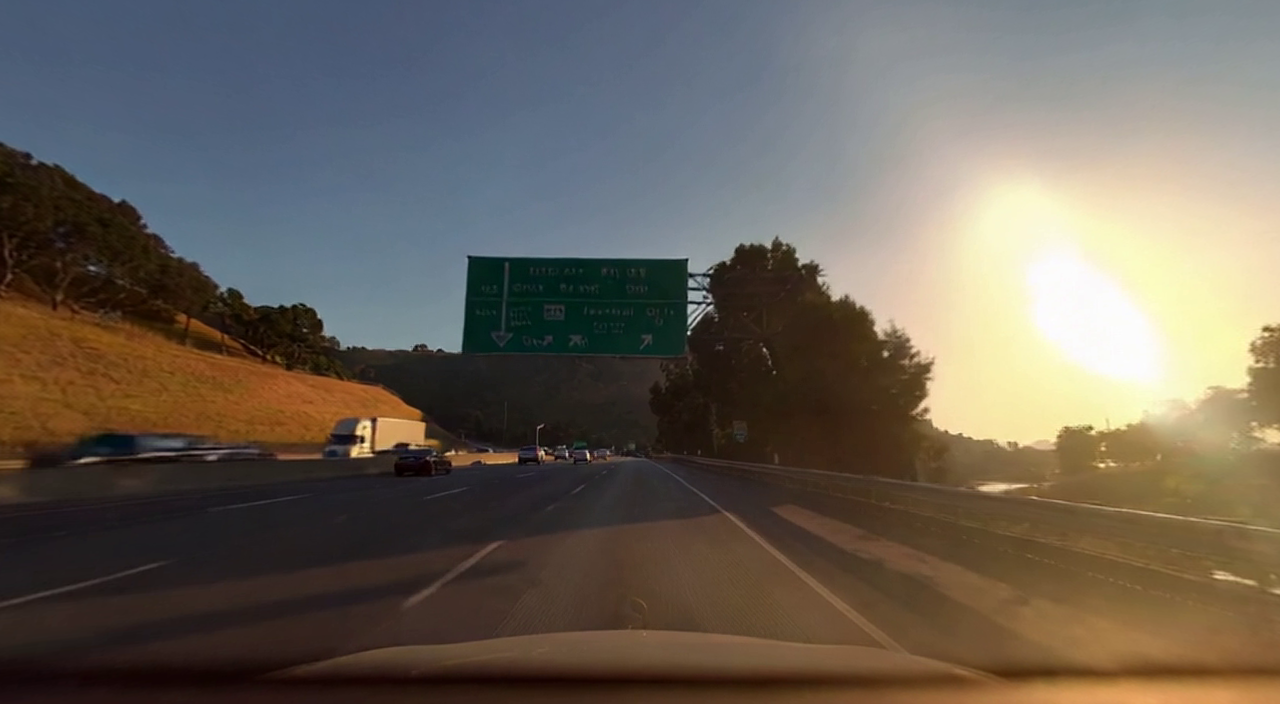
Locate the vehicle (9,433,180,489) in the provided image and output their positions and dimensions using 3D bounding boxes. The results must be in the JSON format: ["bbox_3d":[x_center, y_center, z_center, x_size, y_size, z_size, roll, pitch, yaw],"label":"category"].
[{"bbox_3d":[-18.057,3.622,21.122,1.882,1.670,4.243,0,-8,0],"label":"vehicle"}]

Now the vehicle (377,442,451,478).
[{"bbox_3d":[-11.108,5.333,31.264,2.001,1.625,4.528,0,-8,0],"label":"vehicle"}]
